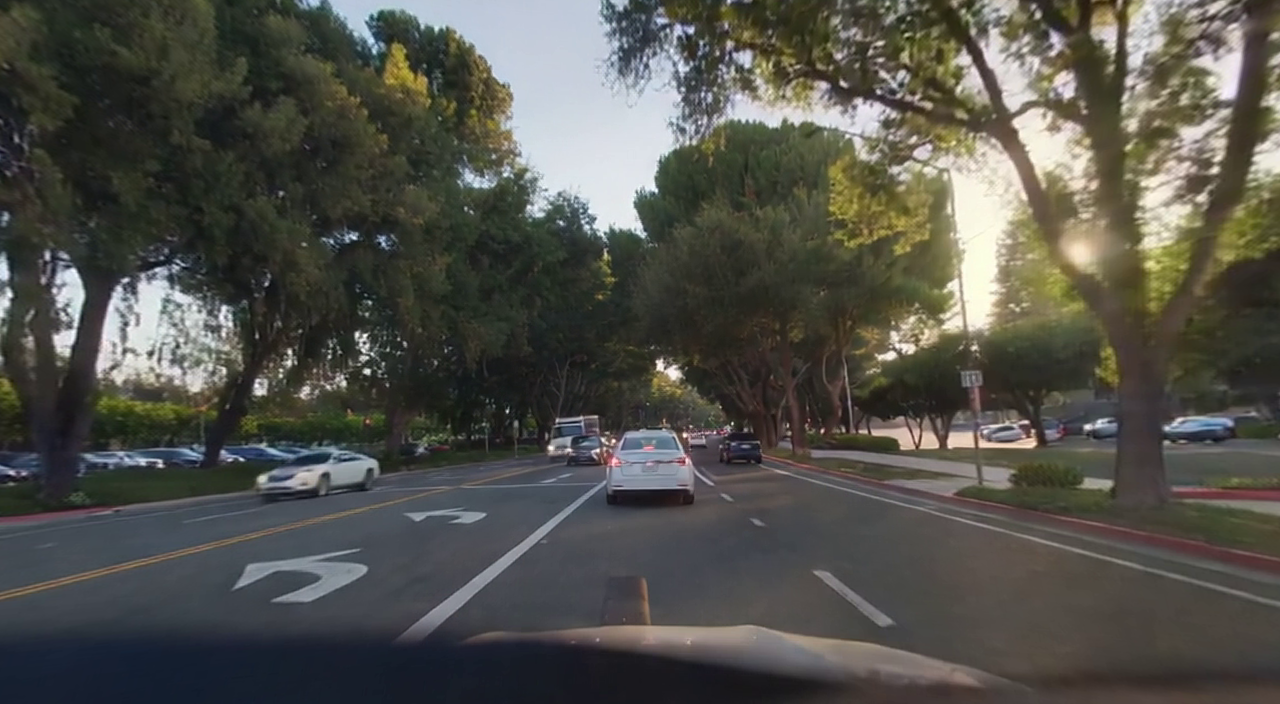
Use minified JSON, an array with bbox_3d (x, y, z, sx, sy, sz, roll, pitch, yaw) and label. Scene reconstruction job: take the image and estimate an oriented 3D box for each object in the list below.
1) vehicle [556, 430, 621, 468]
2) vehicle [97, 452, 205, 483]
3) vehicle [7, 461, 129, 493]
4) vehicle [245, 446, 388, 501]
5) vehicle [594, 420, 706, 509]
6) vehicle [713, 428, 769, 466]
[{"bbox_3d":[-2.550,4.987,32.490,2.057,1.786,4.725,-2,-8,11],"label":"vehicle"},{"bbox_3d":[-27.808,6.550,35.940,4.743,1.671,1.842,-1,-8,4],"label":"vehicle"},{"bbox_3d":[-27.895,6.096,30.840,4.391,1.442,1.763,-1,-8,4],"label":"vehicle"},{"bbox_3d":[-9.760,3.661,19.528,1.909,1.471,4.502,-1,-8,2],"label":"vehicle"},{"bbox_3d":[0.224,2.487,14.371,2.154,1.710,4.128,-1,-8,1],"label":"vehicle"},{"bbox_3d":[5.060,4.853,32.218,2.155,1.786,4.459,-1,-8,1],"label":"vehicle"}]
